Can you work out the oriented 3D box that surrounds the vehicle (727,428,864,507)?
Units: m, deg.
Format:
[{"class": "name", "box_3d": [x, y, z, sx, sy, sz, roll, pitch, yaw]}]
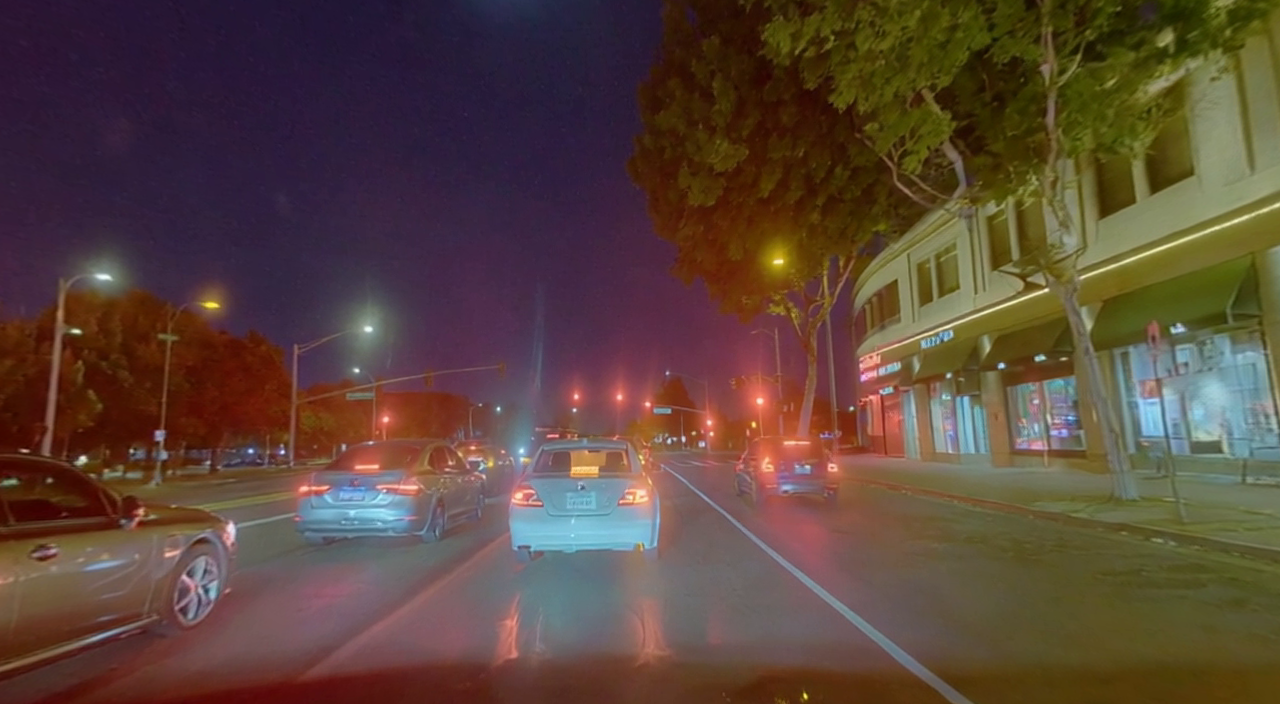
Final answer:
[{"class": "vehicle", "box_3d": [3.583, 2.766, 15.527, 2.097, 1.651, 4.300, 0, -9, -2]}]

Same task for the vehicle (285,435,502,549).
[{"class": "vehicle", "box_3d": [-3.736, 2.174, 10.508, 1.950, 1.487, 4.130, 0, -9, 0]}]

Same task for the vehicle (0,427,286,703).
[{"class": "vehicle", "box_3d": [-4.155, 1.134, 3.285, 2.020, 1.457, 4.496, 0, -9, 0]}]

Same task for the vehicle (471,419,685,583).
[{"class": "vehicle", "box_3d": [-0.625, 1.731, 8.106, 2.042, 1.555, 3.912, 0, -9, -1]}]
